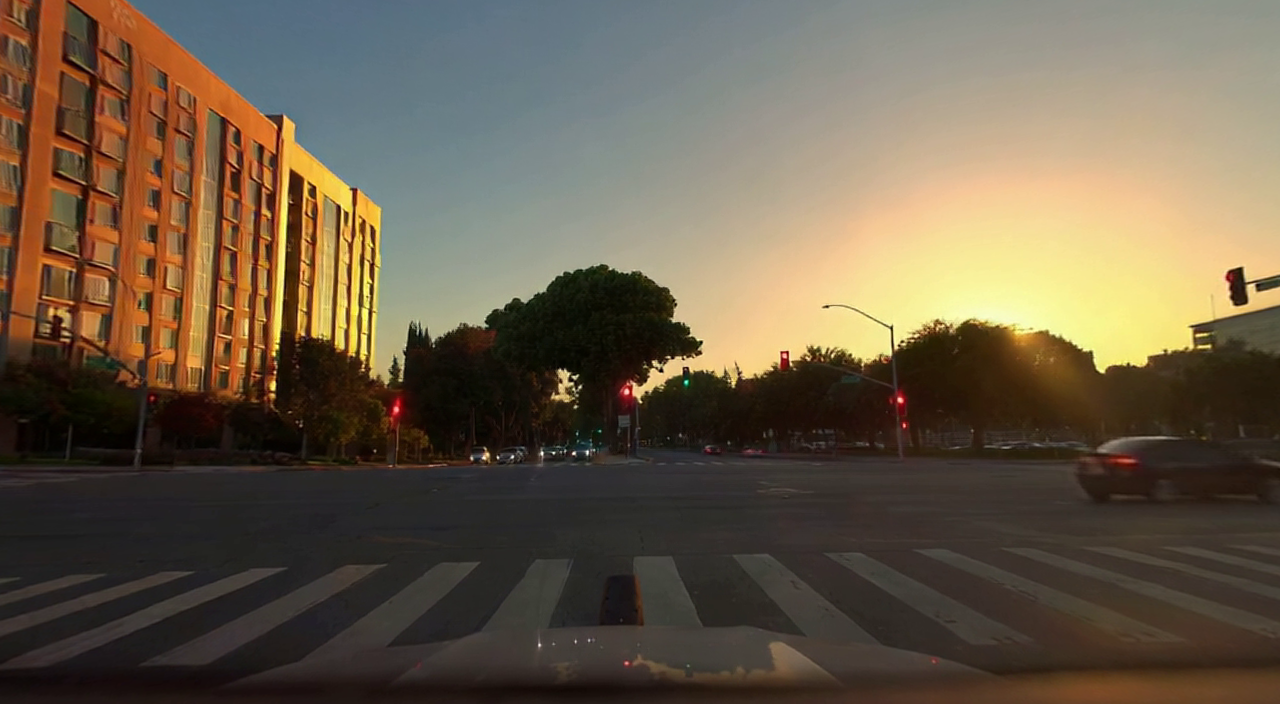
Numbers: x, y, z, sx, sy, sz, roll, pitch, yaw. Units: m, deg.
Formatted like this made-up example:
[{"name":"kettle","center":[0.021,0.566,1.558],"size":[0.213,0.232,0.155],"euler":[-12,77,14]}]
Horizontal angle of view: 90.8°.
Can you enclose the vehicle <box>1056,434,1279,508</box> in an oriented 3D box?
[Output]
[{"name":"vehicle","center":[13.742,2.982,16.202],"size":[4.853,1.719,1.986],"euler":[1,-8,-7]}]

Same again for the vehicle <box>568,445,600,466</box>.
[{"name":"vehicle","center":[-4.336,8.128,49.754],"size":[2.130,1.613,4.121],"euler":[0,-8,0]}]
